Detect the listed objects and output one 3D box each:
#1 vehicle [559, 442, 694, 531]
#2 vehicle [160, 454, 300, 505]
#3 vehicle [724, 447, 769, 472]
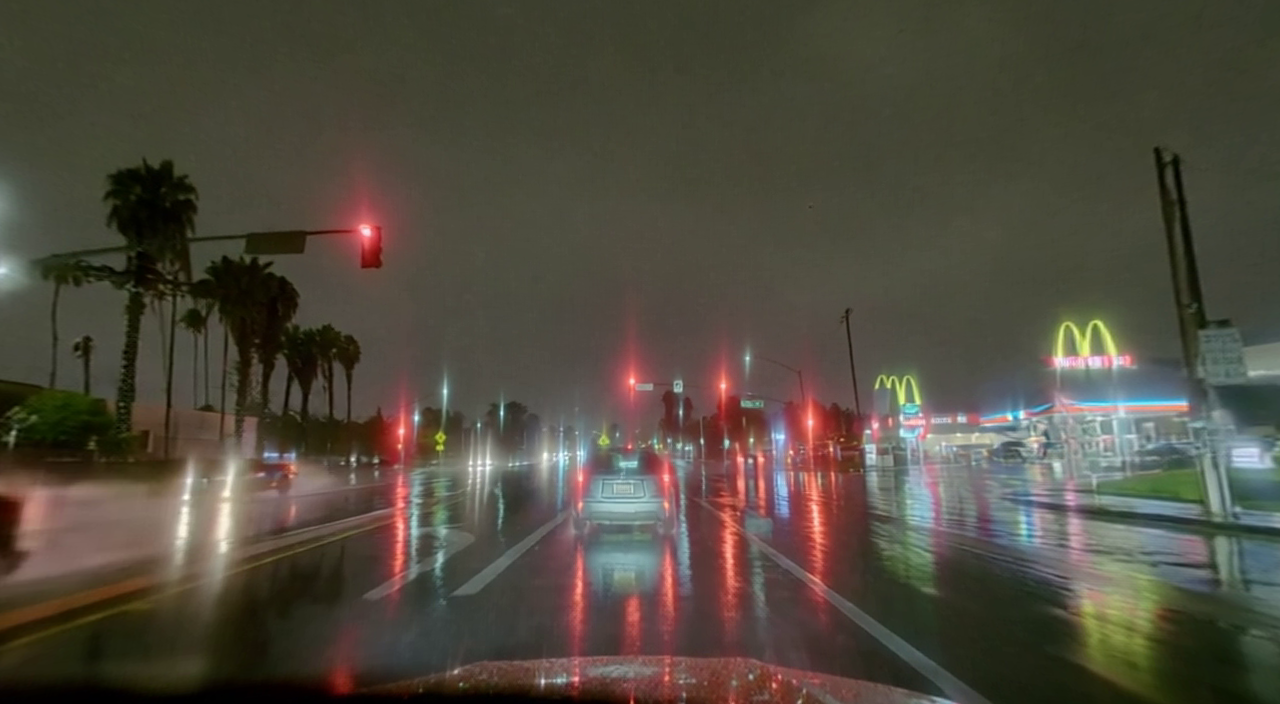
[{"bbox_3d":[-0.247,2.606,12.988,2.270,1.475,4.571,0,-8,-1],"label":"vehicle"},{"bbox_3d":[-15.211,4.719,23.850,2.120,1.629,4.686,0,-8,0],"label":"vehicle"},{"bbox_3d":[6.733,6.812,40.354,2.017,1.491,4.420,0,-8,-1],"label":"vehicle"}]
